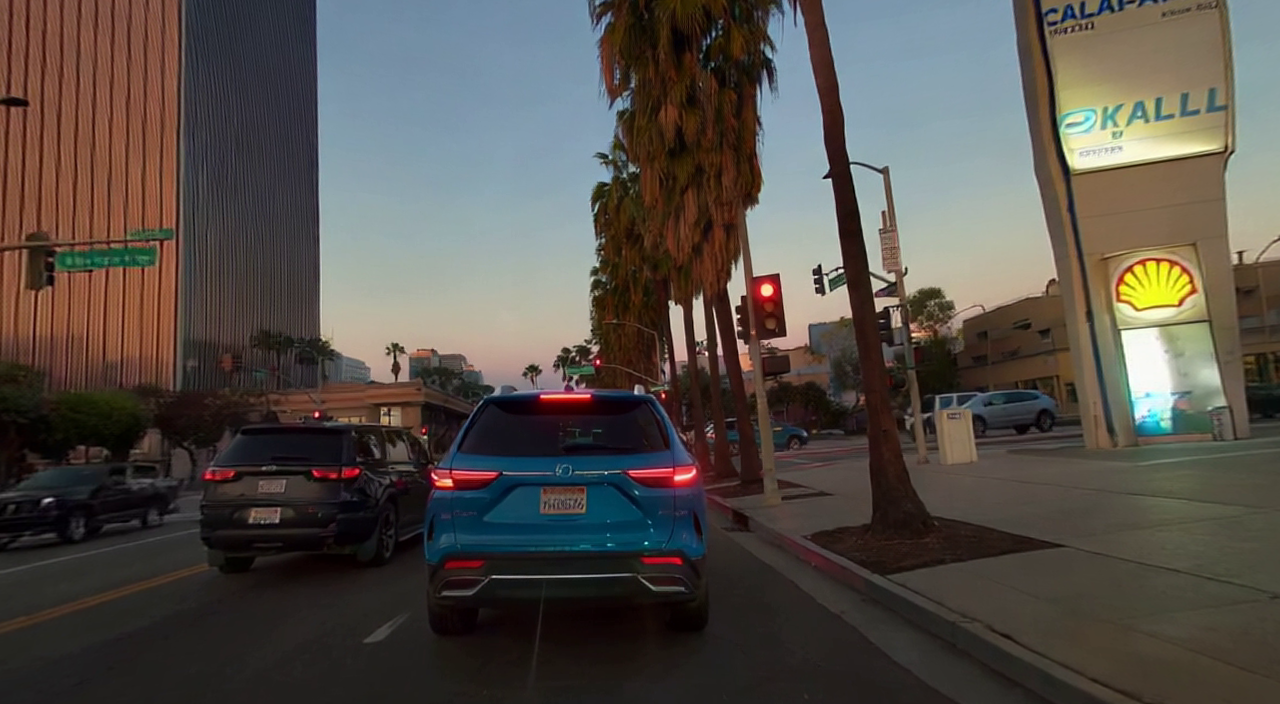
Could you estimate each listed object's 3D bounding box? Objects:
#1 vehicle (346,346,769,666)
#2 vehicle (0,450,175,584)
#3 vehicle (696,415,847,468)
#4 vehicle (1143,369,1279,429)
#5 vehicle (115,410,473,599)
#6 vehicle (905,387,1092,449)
[{"bbox_3d":[-0.549,1.261,6.295,2.519,1.913,4.819,0,-8,-2],"label":"vehicle"},{"bbox_3d":[-10.409,2.626,10.952,2.176,1.796,5.011,2,-9,-17],"label":"vehicle"},{"bbox_3d":[4.436,3.098,21.851,4.712,1.706,1.956,0,-8,-3],"label":"vehicle"},{"bbox_3d":[21.654,1.737,22.813,5.033,1.999,2.259,0,-8,-3],"label":"vehicle"},{"bbox_3d":[-3.811,1.751,8.340,2.097,1.692,5.030,0,-8,-3],"label":"vehicle"},{"bbox_3d":[12.583,2.362,22.428,5.307,2.076,2.122,0,-8,-4],"label":"vehicle"}]
